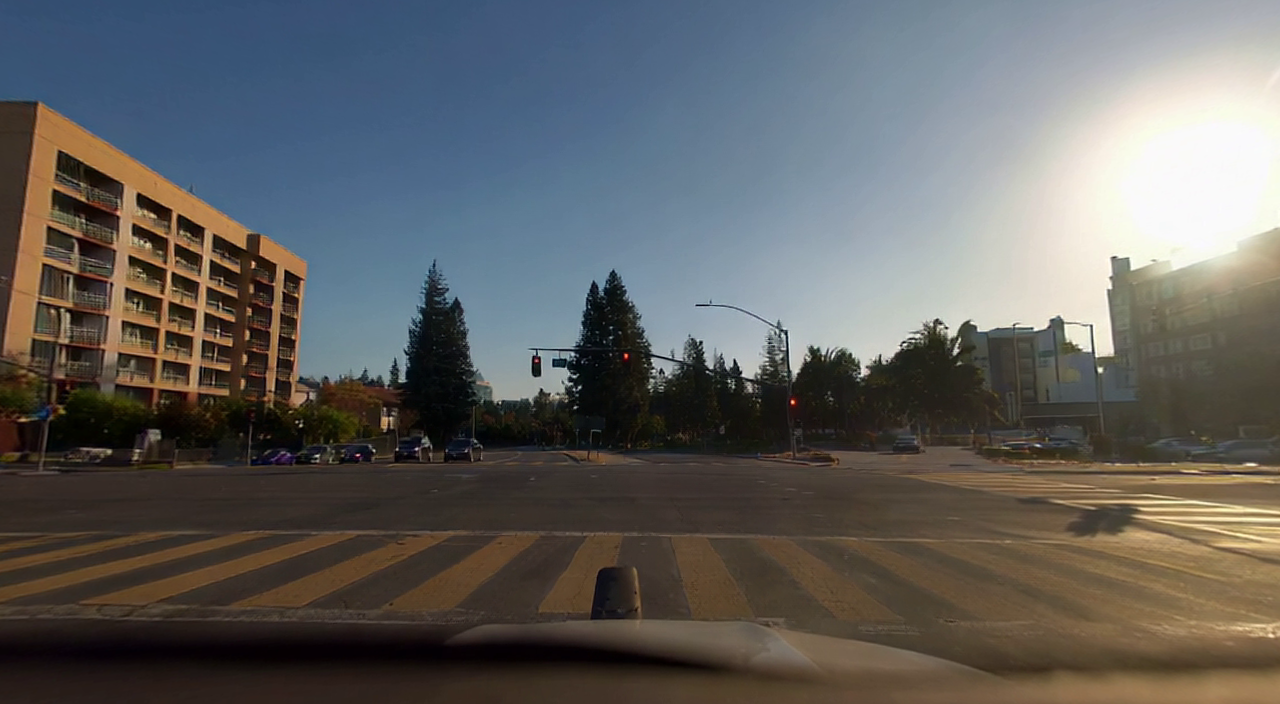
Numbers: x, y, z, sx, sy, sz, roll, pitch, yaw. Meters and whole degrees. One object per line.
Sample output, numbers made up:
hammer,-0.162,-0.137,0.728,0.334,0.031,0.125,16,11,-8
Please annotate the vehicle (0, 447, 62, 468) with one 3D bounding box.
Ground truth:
vehicle,-45.300,7.764,46.560,1.858,1.467,3.624,0,-8,0

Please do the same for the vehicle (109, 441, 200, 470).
vehicle,-34.956,7.427,45.710,2.204,1.955,5.518,0,-8,0

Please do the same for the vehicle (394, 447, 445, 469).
vehicle,-15.558,7.453,44.795,2.056,1.450,4.343,0,-8,0

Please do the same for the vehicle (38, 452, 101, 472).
vehicle,-41.637,8.019,46.184,1.552,1.339,3.340,-2,-9,-1

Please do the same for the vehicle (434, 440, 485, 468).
vehicle,-12.000,6.803,42.311,2.080,1.763,4.341,0,-8,0
